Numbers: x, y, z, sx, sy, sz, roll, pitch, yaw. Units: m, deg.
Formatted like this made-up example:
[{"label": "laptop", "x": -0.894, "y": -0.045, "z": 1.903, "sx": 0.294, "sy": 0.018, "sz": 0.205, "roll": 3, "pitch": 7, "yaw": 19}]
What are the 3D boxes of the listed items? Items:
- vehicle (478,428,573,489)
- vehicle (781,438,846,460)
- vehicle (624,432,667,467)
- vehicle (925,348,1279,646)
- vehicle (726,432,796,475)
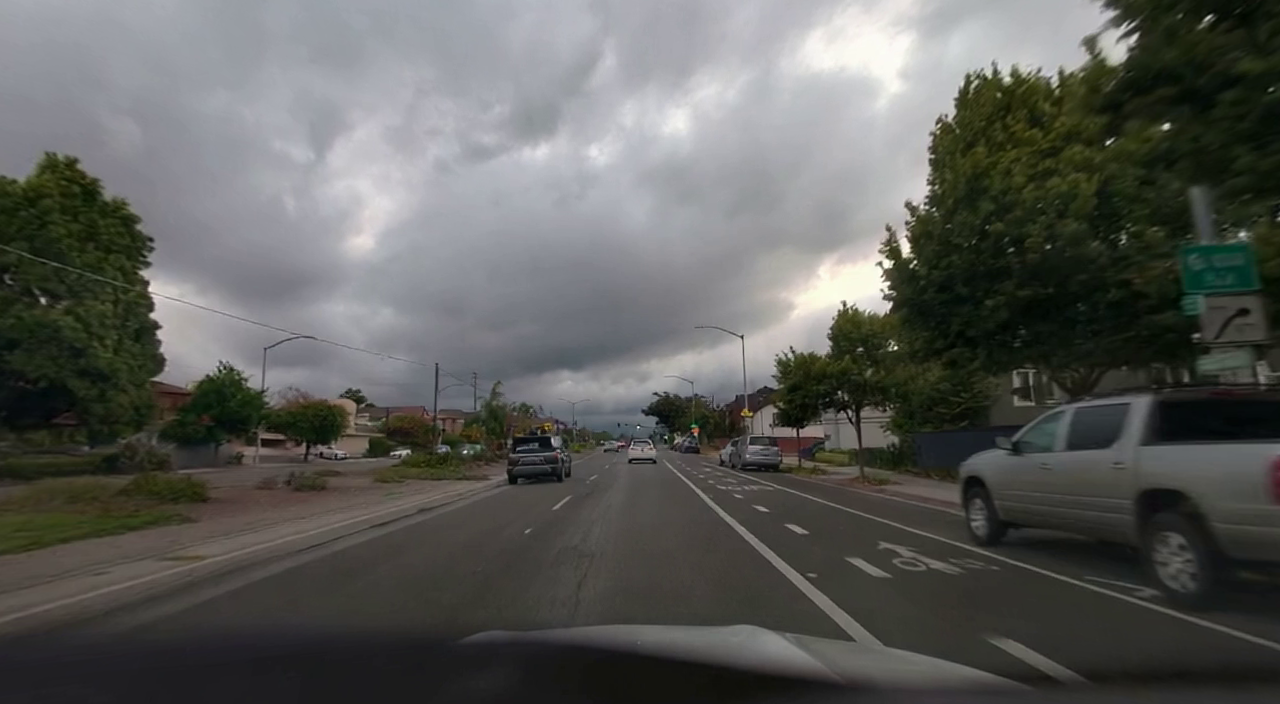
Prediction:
[{"label": "vehicle", "x": -3.628, "y": 3.499, "z": 20.971, "sx": 2.233, "sy": 1.775, "sz": 4.491, "roll": 0, "pitch": -9, "yaw": 1}, {"label": "vehicle", "x": 13.343, "y": 7.497, "z": 48.737, "sx": 4.443, "sy": 1.631, "sz": 1.947, "roll": 0, "pitch": -9, "yaw": -3}, {"label": "vehicle", "x": 0.301, "y": 5.609, "z": 36.315, "sx": 2.273, "sy": 1.851, "sz": 5.075, "roll": 0, "pitch": -9, "yaw": 0}, {"label": "vehicle", "x": 5.590, "y": 1.319, "z": 6.484, "sx": 2.473, "sy": 2.021, "sz": 5.883, "roll": 0, "pitch": -9, "yaw": -1}, {"label": "vehicle", "x": 5.725, "y": 4.886, "z": 30.673, "sx": 2.217, "sy": 1.874, "sz": 5.660, "roll": 0, "pitch": -9, "yaw": 0}]
